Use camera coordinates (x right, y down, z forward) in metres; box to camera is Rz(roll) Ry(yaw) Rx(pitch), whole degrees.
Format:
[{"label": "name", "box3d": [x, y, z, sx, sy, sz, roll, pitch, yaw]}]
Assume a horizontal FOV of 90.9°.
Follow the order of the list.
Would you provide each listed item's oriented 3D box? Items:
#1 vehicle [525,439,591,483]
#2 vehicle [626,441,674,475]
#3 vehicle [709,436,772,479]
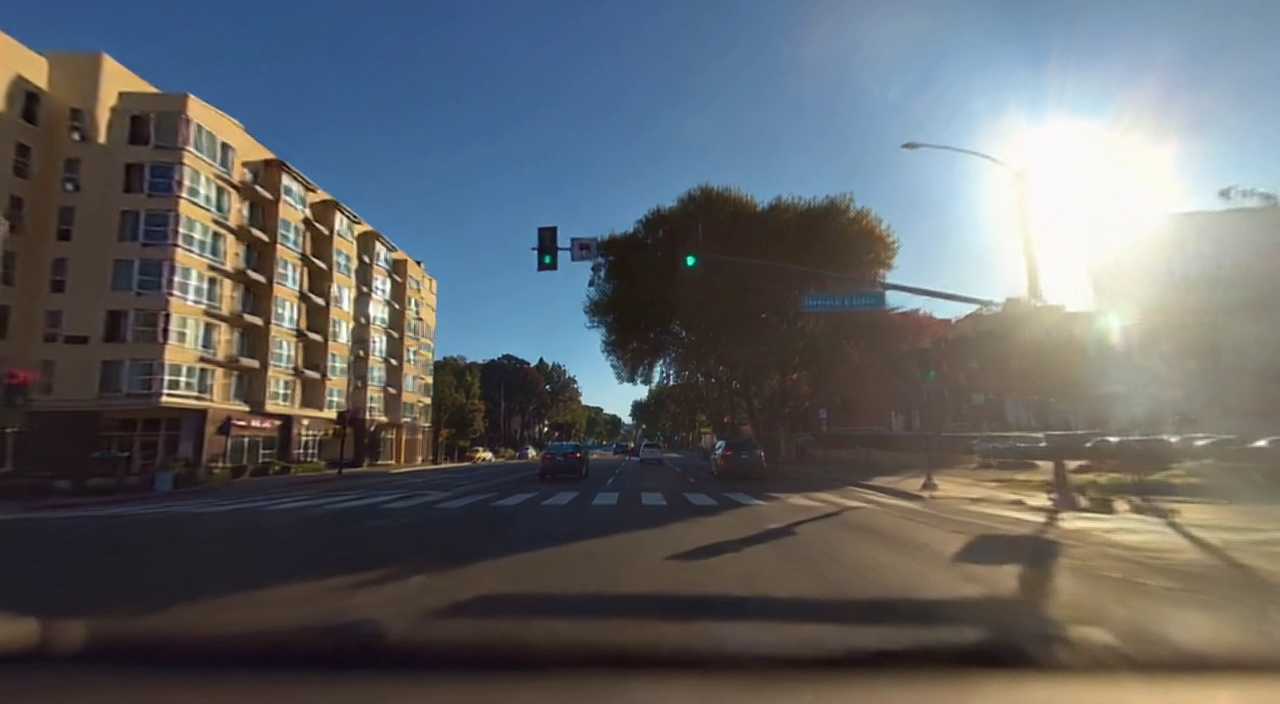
[{"label": "vehicle", "box3d": [-3.014, 4.110, 23.977, 1.860, 1.510, 4.073, 0, -9, 1]}, {"label": "vehicle", "box3d": [0.419, 4.891, 29.346, 2.103, 1.468, 4.094, 0, -9, 0]}, {"label": "vehicle", "box3d": [4.100, 4.395, 26.387, 1.987, 1.637, 3.896, 0, -9, 0]}]
